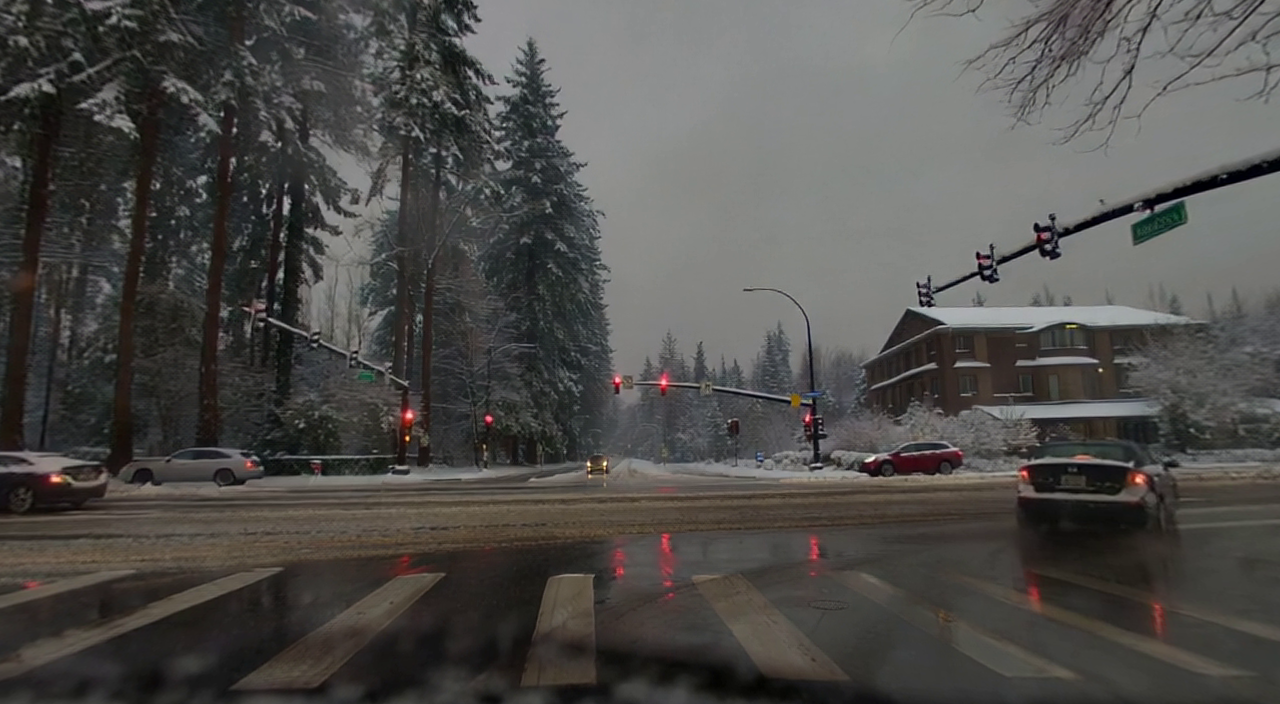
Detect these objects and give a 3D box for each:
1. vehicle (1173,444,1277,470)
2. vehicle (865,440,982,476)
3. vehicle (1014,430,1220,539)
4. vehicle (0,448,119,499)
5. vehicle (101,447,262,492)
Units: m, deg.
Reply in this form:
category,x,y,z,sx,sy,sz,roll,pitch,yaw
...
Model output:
category,x,y,z,sx,sy,sz,roll,pitch,yaw
vehicle,35.360,6.349,38.273,4.294,1.499,1.958,0,-8,0
vehicle,15.659,5.885,35.149,5.220,1.897,2.596,0,-8,0
vehicle,8.697,2.222,11.366,4.492,1.536,2.189,8,-12,-44
vehicle,-22.612,4.418,23.256,4.748,1.727,2.325,0,-8,1
vehicle,-19.173,4.944,26.653,4.798,1.763,2.536,0,-10,0
